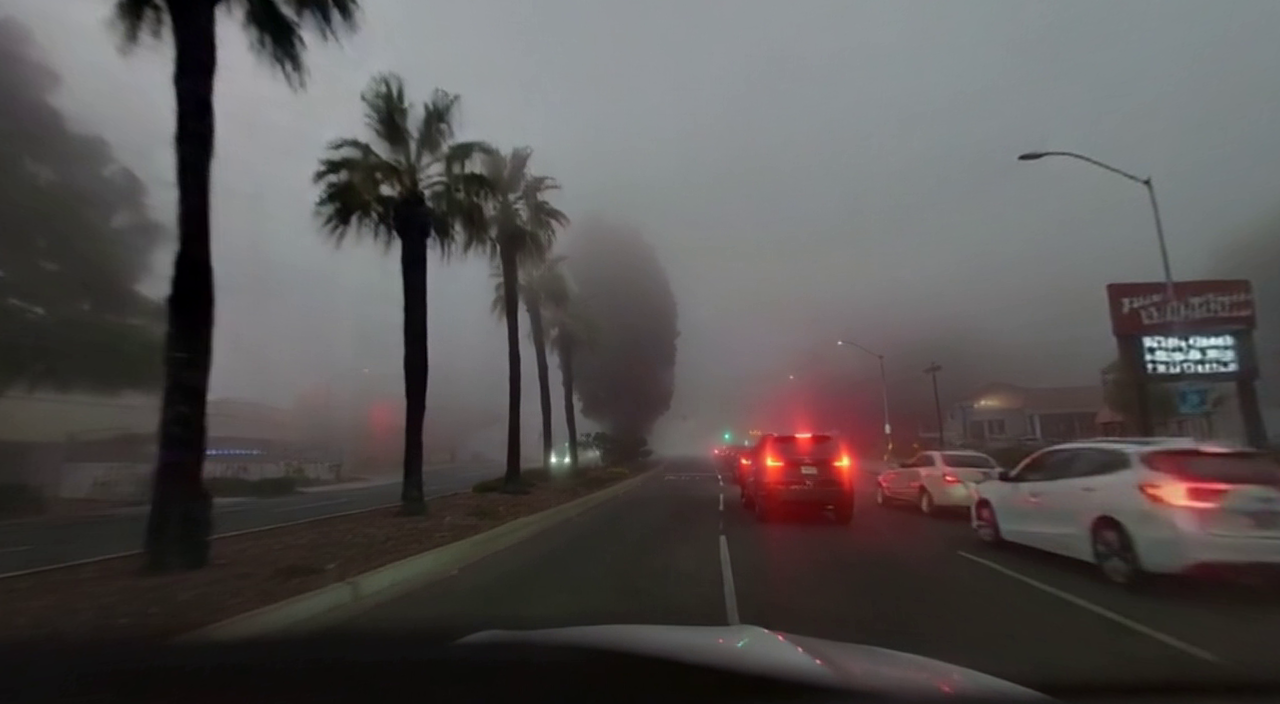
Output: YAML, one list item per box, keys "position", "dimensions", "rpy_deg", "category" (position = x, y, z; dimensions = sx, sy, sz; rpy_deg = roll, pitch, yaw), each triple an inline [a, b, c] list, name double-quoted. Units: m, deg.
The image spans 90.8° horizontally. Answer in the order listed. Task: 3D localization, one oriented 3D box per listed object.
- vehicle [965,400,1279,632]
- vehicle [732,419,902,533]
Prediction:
- position: [5.756, 1.596, 7.084]
  dimensions: [2.187, 1.777, 4.444]
  rpy_deg: [-1, -9, 6]
  category: "vehicle"
- position: [3.215, 2.389, 12.753]
  dimensions: [2.428, 1.816, 4.959]
  rpy_deg: [-1, -9, 6]
  category: "vehicle"
